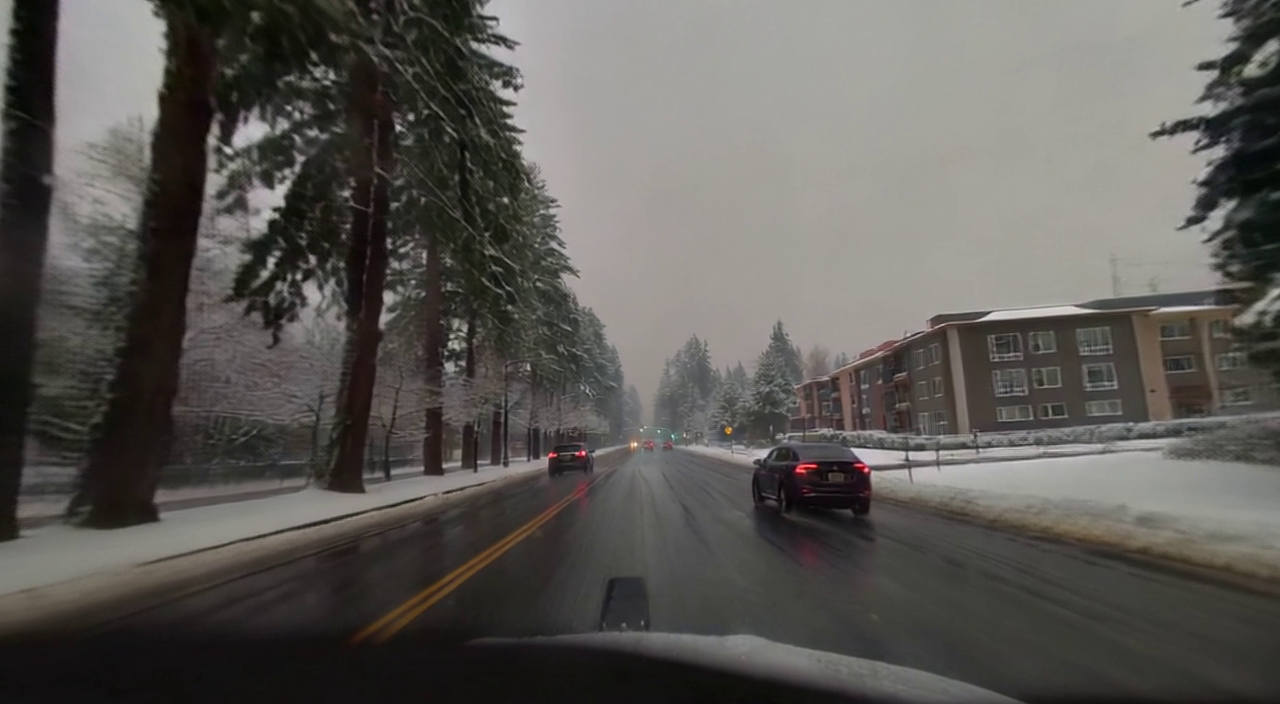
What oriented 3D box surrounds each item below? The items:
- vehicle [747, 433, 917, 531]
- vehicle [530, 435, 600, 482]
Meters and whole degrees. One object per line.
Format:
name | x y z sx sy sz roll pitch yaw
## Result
vehicle | 3.422 2.391 12.222 1.945 1.530 4.320 0 -9 0
vehicle | -3.112 4.573 27.275 2.216 1.828 4.886 -1 -9 3
